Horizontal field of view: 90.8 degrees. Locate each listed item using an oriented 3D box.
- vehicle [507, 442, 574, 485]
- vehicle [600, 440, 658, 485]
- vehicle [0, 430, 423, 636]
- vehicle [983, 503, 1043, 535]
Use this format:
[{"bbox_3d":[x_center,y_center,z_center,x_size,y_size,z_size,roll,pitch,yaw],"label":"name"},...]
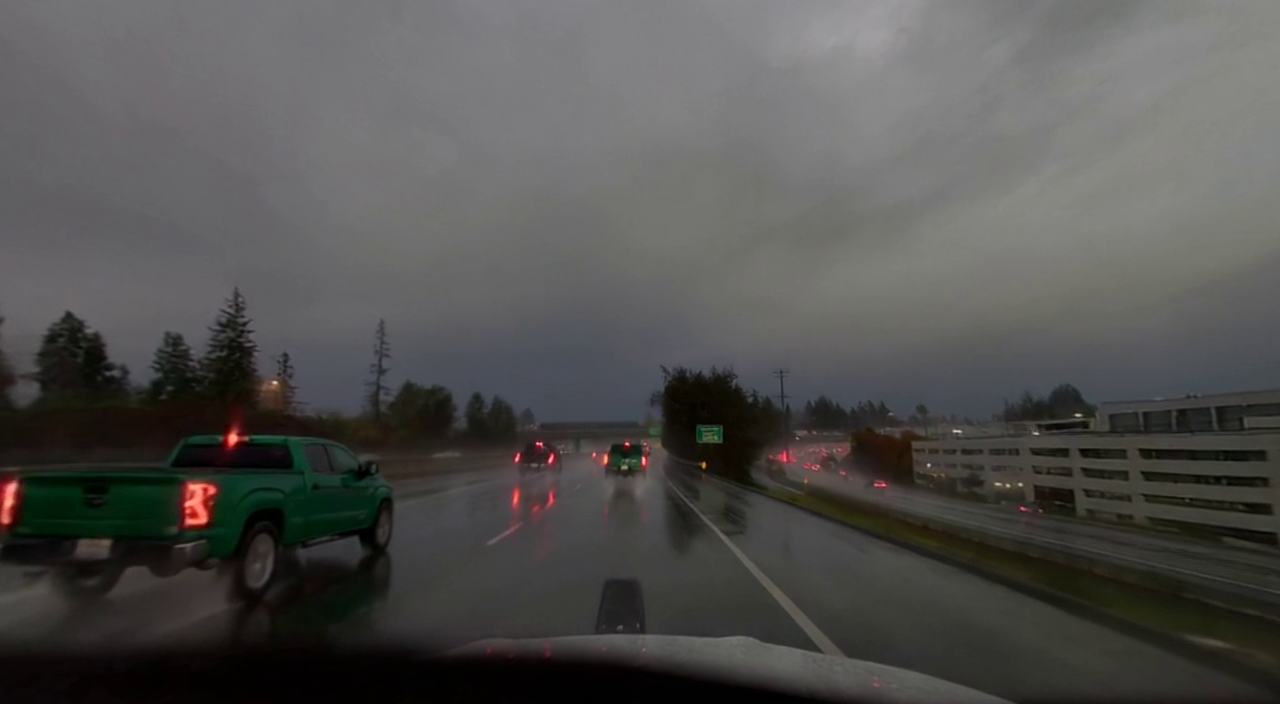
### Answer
[{"bbox_3d":[-4.280,4.867,27.982,2.038,1.704,5.181,0,-8,1],"label":"vehicle"},{"bbox_3d":[-0.378,4.660,26.965,2.293,1.753,4.380,0,-9,1],"label":"vehicle"},{"bbox_3d":[-4.111,1.639,6.836,1.936,1.470,4.402,0,-8,0],"label":"vehicle"},{"bbox_3d":[26.527,11.864,45.082,1.956,1.594,4.425,-1,-8,6],"label":"vehicle"}]
